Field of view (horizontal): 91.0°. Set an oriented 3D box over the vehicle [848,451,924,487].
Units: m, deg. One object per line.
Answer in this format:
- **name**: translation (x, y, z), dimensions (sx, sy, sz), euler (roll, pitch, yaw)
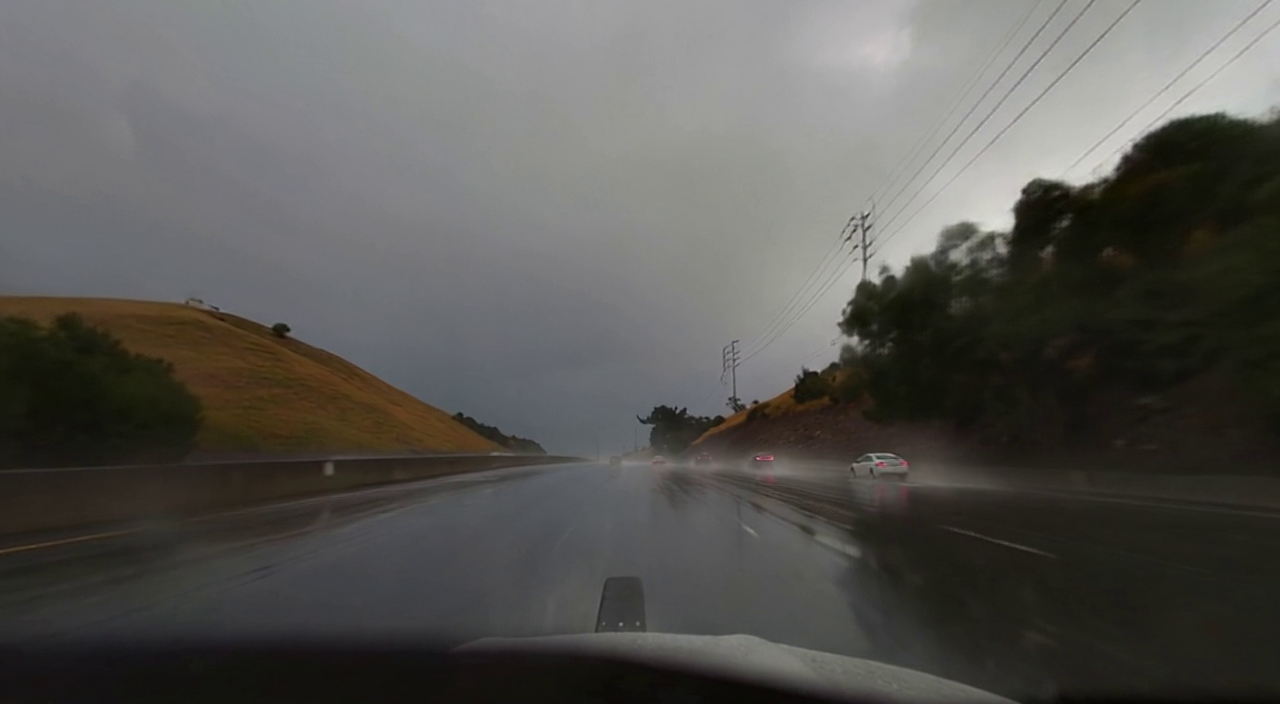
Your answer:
- **vehicle**: translation (11.158, 5.323, 28.880), dimensions (1.884, 1.486, 3.770), euler (1, -9, -1)
